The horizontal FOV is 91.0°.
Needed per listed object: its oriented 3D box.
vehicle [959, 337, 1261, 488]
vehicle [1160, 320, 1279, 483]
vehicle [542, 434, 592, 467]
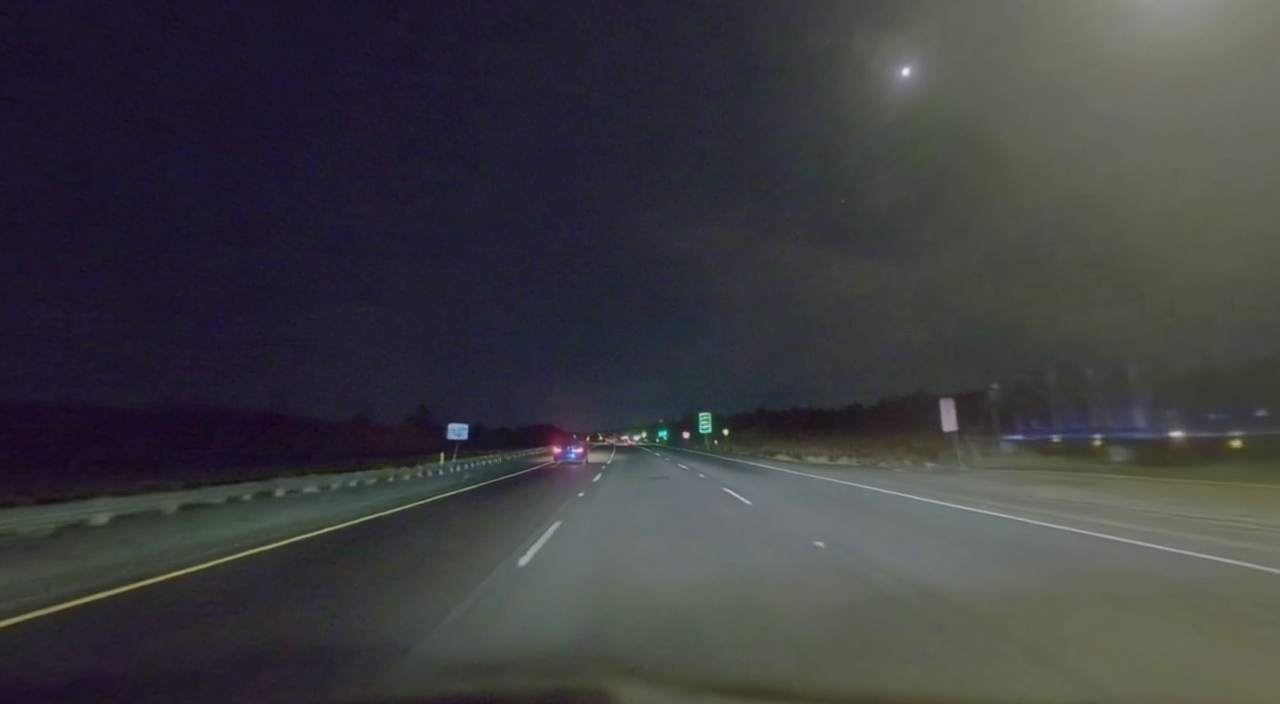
[{"bbox_3d":[16.525,2.383,23.880,2.935,4.242,10.799,4,-7,-2],"label":"vehicle"},{"bbox_3d":[17.307,1.207,14.620,2.909,4.017,8.582,4,-6,-3],"label":"vehicle"},{"bbox_3d":[-3.823,5.221,33.654,2.206,1.604,4.374,0,-8,0],"label":"vehicle"}]
